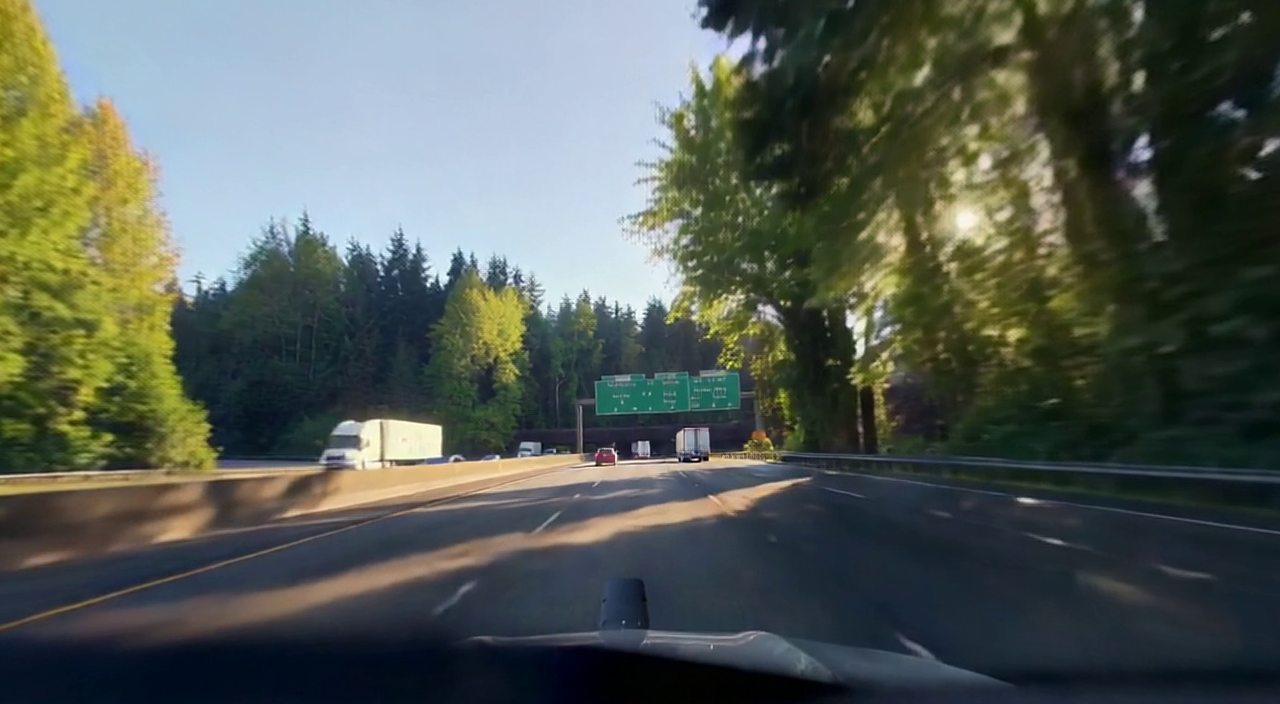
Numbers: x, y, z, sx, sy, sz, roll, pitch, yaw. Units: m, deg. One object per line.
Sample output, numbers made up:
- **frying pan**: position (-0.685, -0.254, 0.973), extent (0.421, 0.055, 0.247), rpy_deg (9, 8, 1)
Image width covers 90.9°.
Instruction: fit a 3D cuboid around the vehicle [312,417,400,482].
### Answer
- **vehicle**: position (-18.691, 6.455, 41.881), extent (3.008, 3.926, 5.831), rpy_deg (0, -9, 0)
